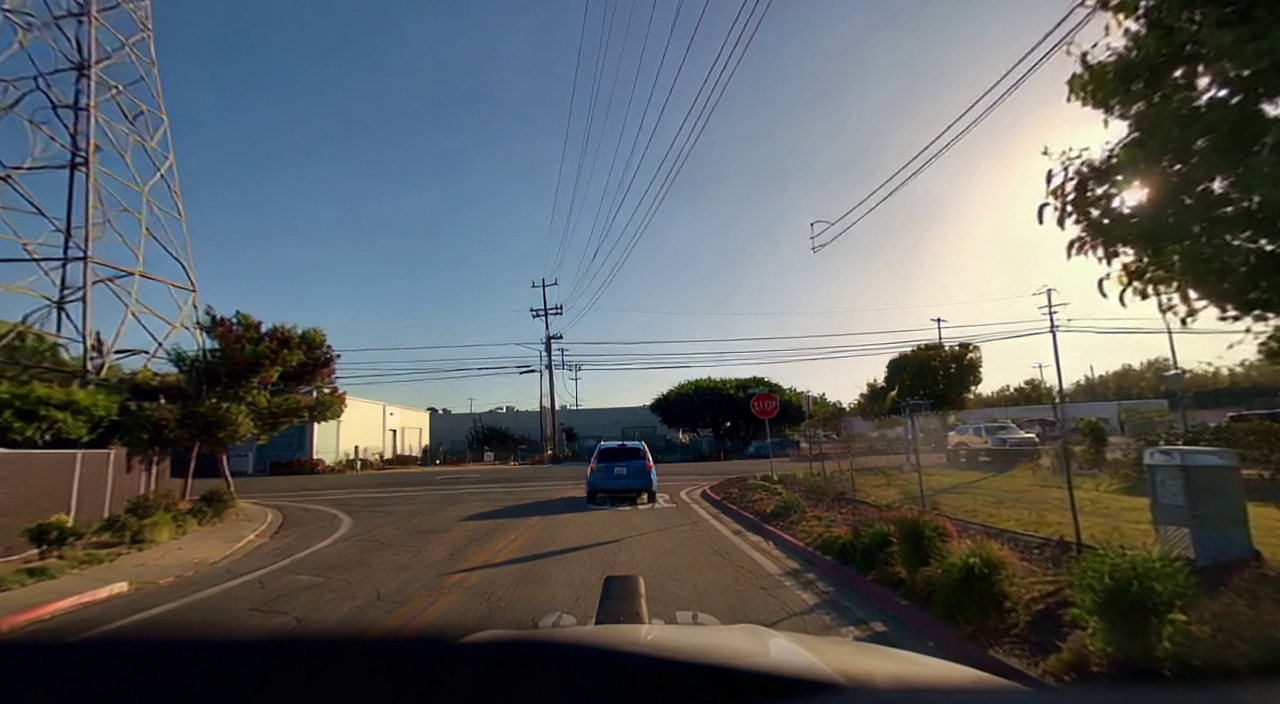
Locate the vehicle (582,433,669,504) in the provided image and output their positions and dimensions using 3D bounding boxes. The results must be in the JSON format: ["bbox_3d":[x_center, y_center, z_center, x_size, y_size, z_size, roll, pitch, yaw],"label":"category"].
[{"bbox_3d":[-0.476,3.150,17.572,2.137,1.698,4.166,0,-8,-3],"label":"vehicle"}]
